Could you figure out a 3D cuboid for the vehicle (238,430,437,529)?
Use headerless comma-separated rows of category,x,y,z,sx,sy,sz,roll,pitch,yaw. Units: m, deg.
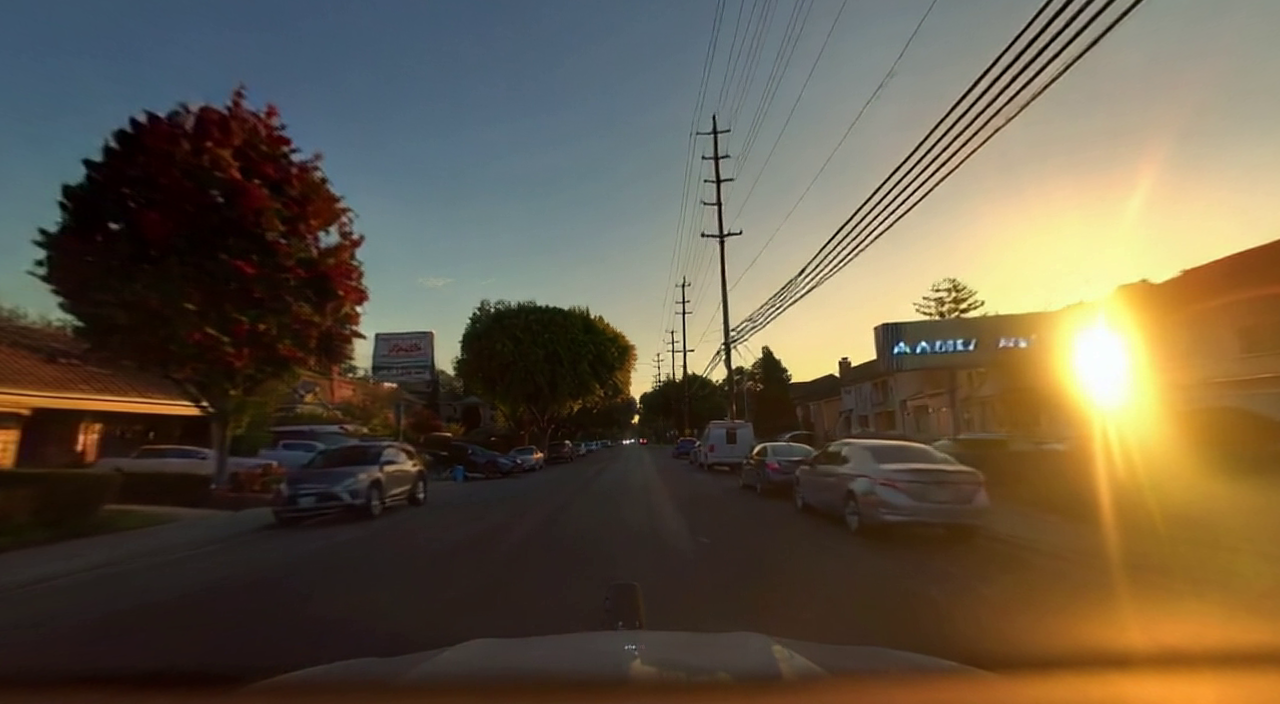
vehicle,-6.107,2.578,13.407,1.989,1.693,4.292,-2,-8,2

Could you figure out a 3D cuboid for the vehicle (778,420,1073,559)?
vehicle,3.744,1.898,9.555,2.112,1.528,4.944,0,-8,-1

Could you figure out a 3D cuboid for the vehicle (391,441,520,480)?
vehicle,-7.642,4.526,26.479,4.935,1.454,1.900,-1,-8,-5

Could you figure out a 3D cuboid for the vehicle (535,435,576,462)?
vehicle,-6.273,7.224,47.302,2.322,1.913,5.582,0,-8,0

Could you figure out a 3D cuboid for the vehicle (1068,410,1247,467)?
vehicle,18.518,3.140,22.705,4.555,1.796,2.001,-2,-8,1

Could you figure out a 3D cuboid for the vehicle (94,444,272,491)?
vehicle,-15.279,3.856,21.251,4.388,1.466,2.008,0,-8,-1

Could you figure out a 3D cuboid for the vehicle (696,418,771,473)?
vehicle,3.925,4.080,27.514,2.396,2.164,5.381,0,-8,0
